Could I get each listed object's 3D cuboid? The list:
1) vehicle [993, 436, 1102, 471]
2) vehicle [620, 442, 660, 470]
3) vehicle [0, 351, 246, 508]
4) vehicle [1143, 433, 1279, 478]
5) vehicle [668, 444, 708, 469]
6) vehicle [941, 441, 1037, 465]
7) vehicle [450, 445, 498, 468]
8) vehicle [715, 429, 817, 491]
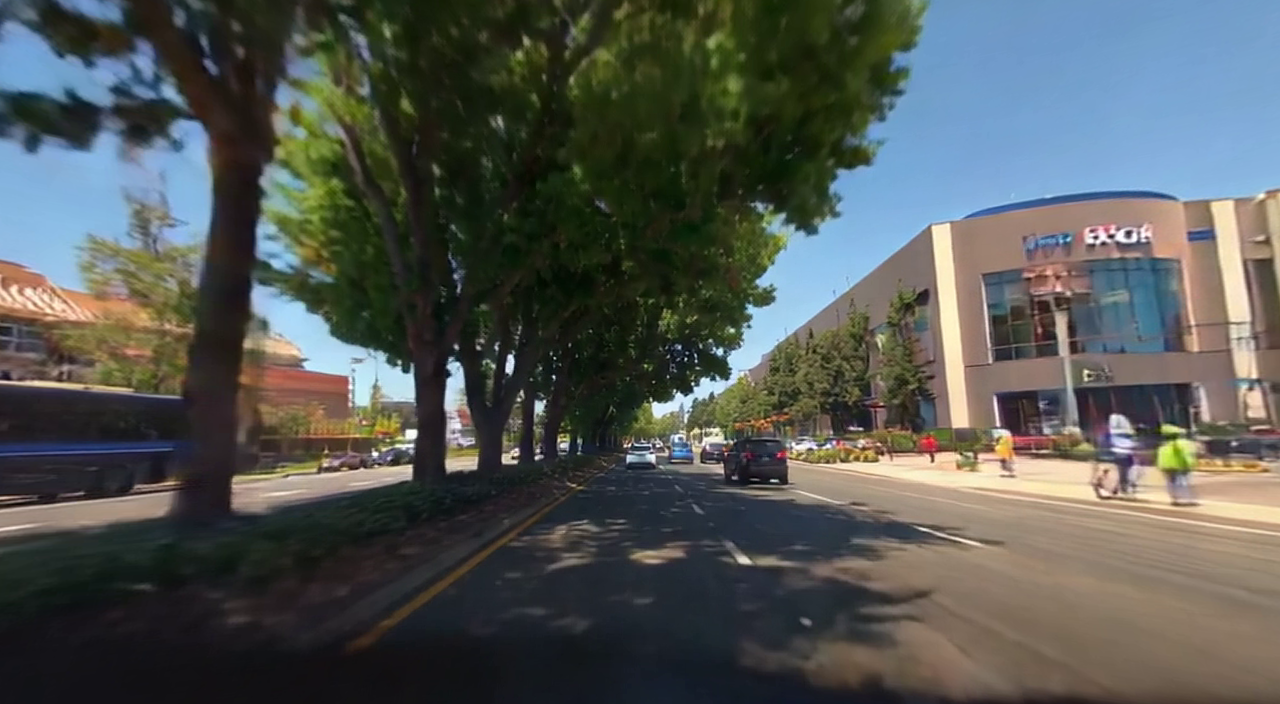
[{"bbox_3d":[20.856,5.158,32.431,4.162,1.546,2.051,-2,-7,-5],"label":"vehicle"},{"bbox_3d":[-0.008,5.747,34.988,2.056,1.440,3.798,0,-8,0],"label":"vehicle"},{"bbox_3d":[-18.922,2.478,19.500,3.207,4.202,16.118,-1,-9,0],"label":"vehicle"},{"bbox_3d":[20.151,3.493,21.434,4.449,1.431,2.095,0,-8,-4],"label":"vehicle"},{"bbox_3d":[2.816,6.182,37.677,1.970,1.402,3.756,0,-8,-1],"label":"vehicle"},{"bbox_3d":[20.707,5.996,37.590,4.451,1.400,2.108,0,-8,-2],"label":"vehicle"},{"bbox_3d":[-11.622,7.341,44.650,1.971,1.481,5.500,0,-8,0],"label":"vehicle"},{"bbox_3d":[4.022,3.531,21.059,2.140,1.811,4.593,0,-8,-4],"label":"vehicle"}]
